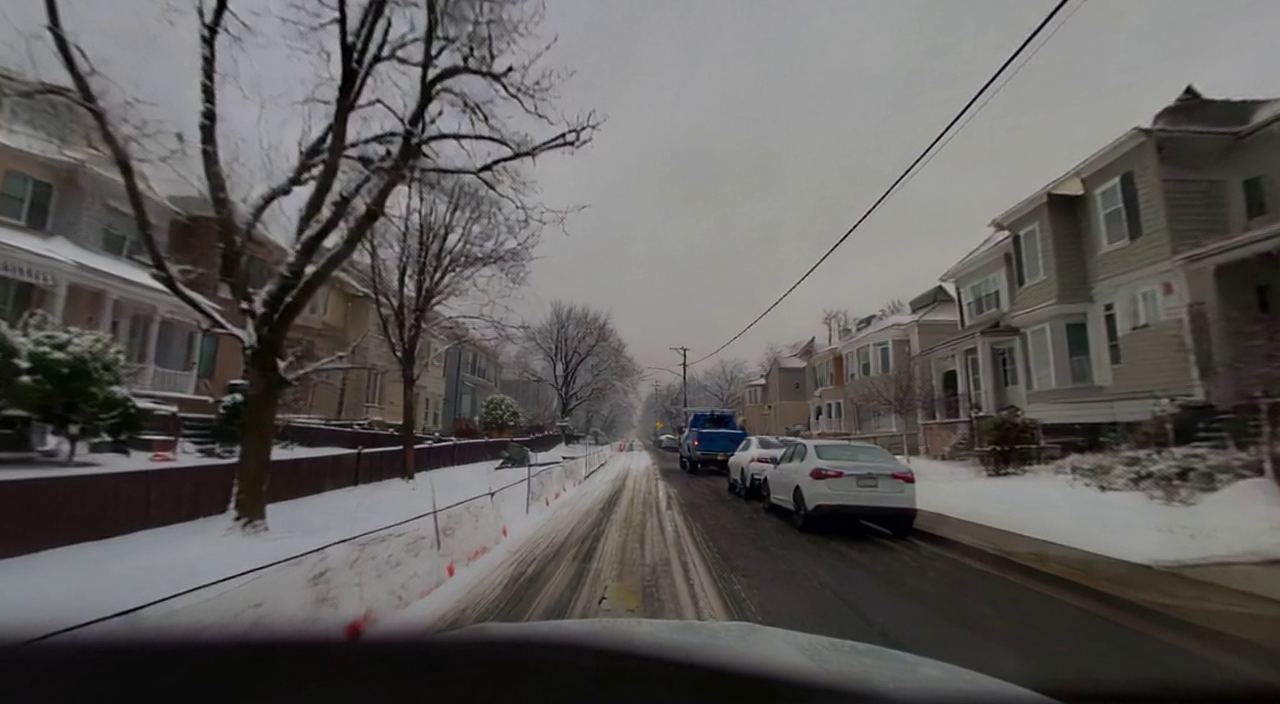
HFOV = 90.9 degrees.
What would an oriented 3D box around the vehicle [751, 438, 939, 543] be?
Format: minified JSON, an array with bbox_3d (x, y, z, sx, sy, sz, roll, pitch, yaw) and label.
[{"bbox_3d":[3.248,2.222,10.967,1.805,1.436,4.201,0,-8,-1],"label":"vehicle"}]
